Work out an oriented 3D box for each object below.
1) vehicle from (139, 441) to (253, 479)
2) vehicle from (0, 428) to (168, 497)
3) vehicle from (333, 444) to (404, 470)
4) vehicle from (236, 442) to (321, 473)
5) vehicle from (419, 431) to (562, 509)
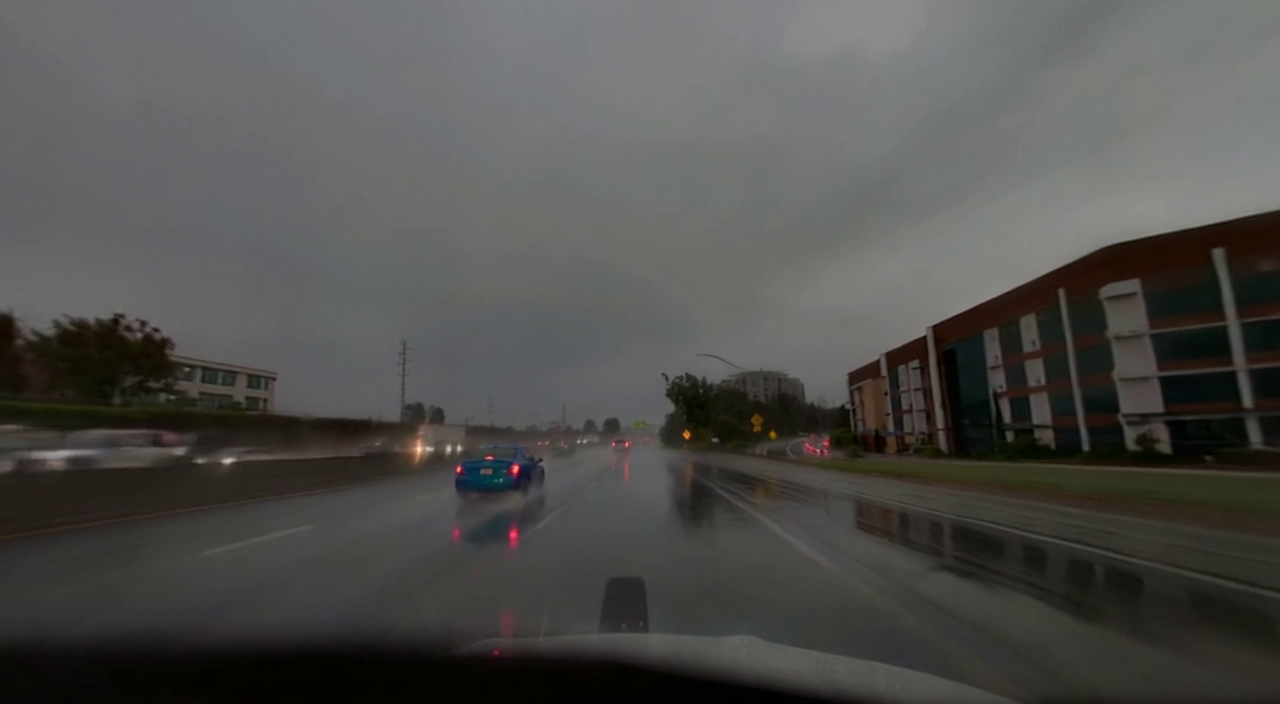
[{"bbox_3d":[-24.373,5.921,34.961,2.127,1.870,5.629,0,-8,2],"label":"vehicle"},{"bbox_3d":[-16.837,3.142,18.342,2.020,1.706,5.332,0,-8,1],"label":"vehicle"},{"bbox_3d":[-16.500,6.377,38.605,1.980,1.500,4.894,-1,-8,2],"label":"vehicle"},{"bbox_3d":[-20.319,5.938,35.684,1.985,1.621,4.515,0,-8,2],"label":"vehicle"},{"bbox_3d":[-3.373,2.778,15.409,2.144,1.565,4.951,0,-8,2],"label":"vehicle"}]
